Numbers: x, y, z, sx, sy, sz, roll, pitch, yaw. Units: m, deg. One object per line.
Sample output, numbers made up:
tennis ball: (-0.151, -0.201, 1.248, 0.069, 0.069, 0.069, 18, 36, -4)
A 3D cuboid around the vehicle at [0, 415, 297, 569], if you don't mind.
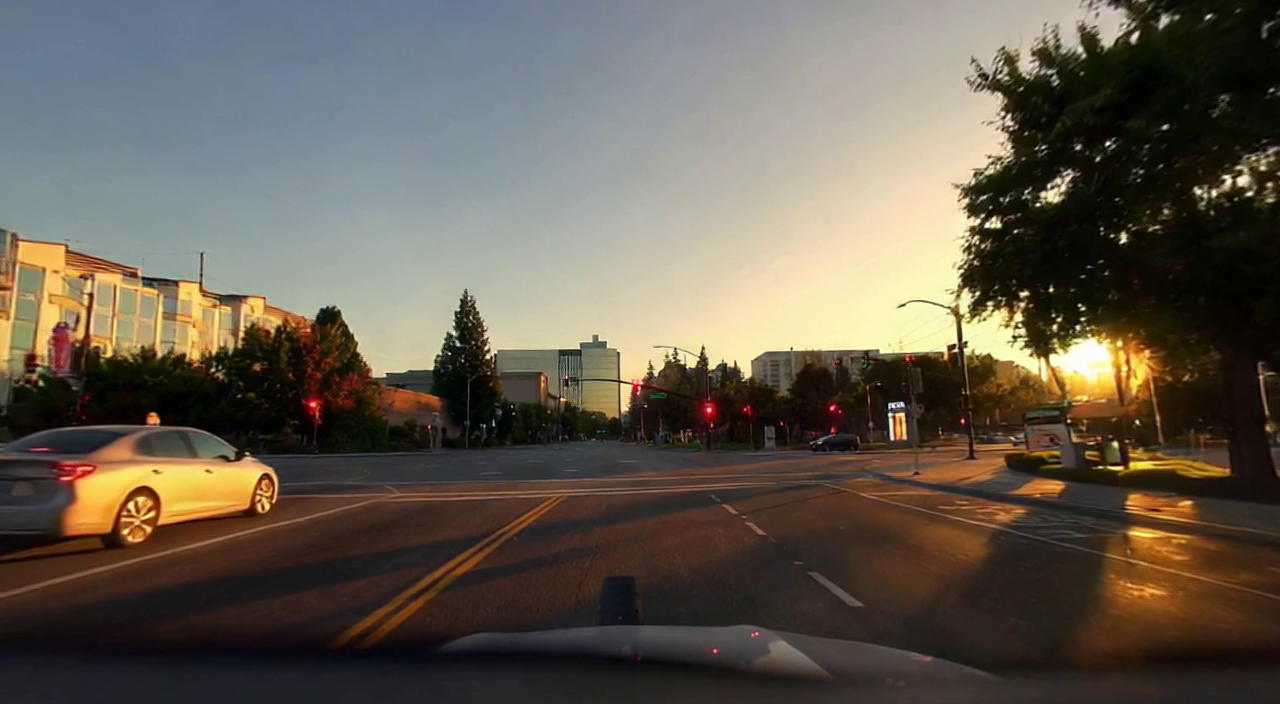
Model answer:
vehicle: (-7.190, 1.762, 8.820, 1.904, 1.497, 5.154, 0, -9, 0)
